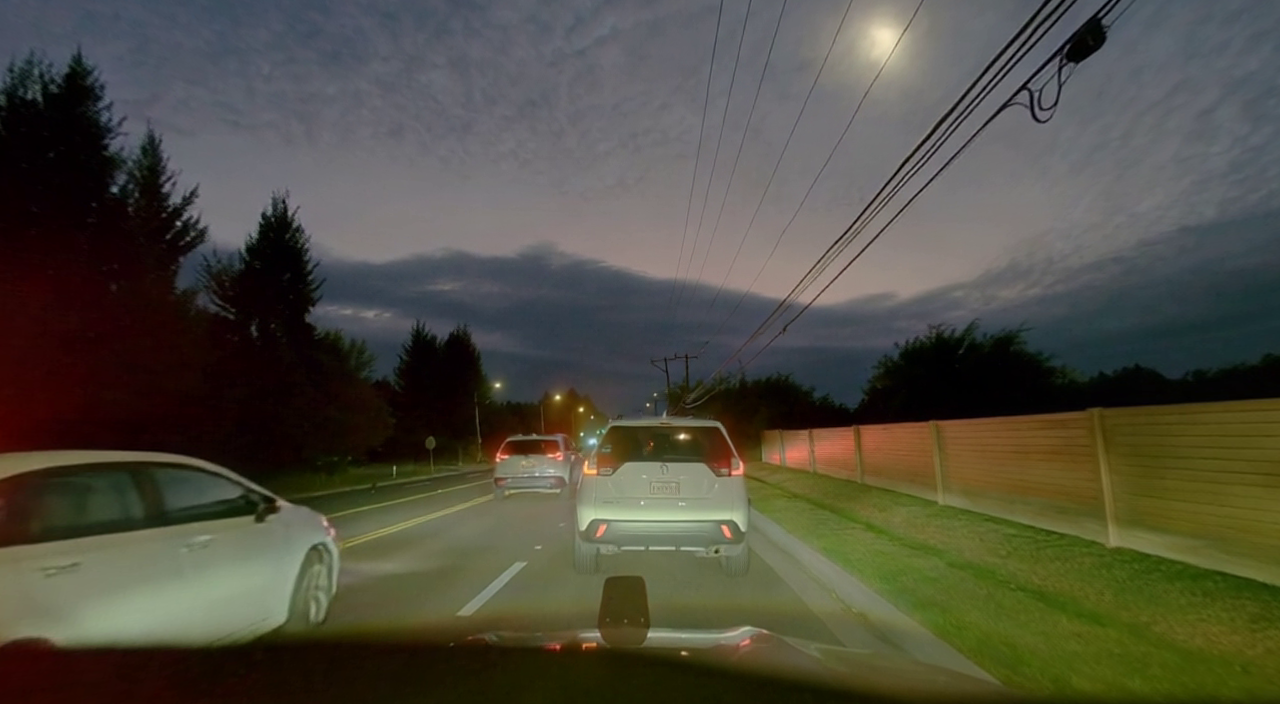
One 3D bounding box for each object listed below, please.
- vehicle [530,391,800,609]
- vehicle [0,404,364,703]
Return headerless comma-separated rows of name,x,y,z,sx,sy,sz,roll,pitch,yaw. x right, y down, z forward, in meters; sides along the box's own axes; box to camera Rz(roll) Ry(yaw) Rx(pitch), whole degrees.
vehicle,0.205,1.505,7.223,2.174,1.749,4.113,0,-9,0
vehicle,-3.141,1.023,2.755,1.979,1.489,4.006,0,-9,1
